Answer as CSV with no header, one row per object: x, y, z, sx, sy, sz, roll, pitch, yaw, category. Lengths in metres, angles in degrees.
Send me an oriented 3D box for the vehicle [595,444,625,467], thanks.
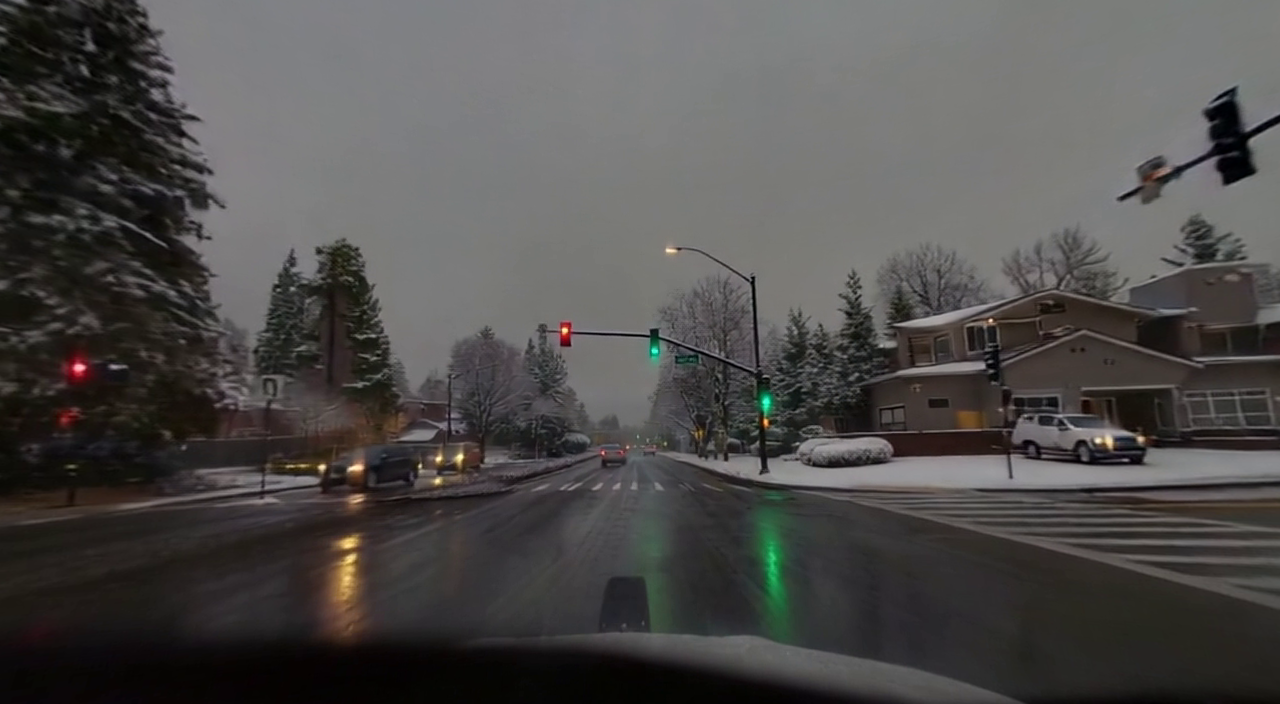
-2.278,8.026,49.128,2.084,1.701,4.734,0,-8,1,vehicle

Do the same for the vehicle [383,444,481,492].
-7.645,4.288,23.716,2.122,1.602,4.369,0,-8,1,vehicle

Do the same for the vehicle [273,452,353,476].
-19.617,6.709,37.917,3.819,1.403,1.812,0,-9,-1,vehicle

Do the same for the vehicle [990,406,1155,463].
16.501,3.177,24.265,4.656,2.065,2.129,0,-8,3,vehicle

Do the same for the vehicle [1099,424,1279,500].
13.011,2.351,13.661,4.665,1.498,1.866,0,-8,-2,vehicle
